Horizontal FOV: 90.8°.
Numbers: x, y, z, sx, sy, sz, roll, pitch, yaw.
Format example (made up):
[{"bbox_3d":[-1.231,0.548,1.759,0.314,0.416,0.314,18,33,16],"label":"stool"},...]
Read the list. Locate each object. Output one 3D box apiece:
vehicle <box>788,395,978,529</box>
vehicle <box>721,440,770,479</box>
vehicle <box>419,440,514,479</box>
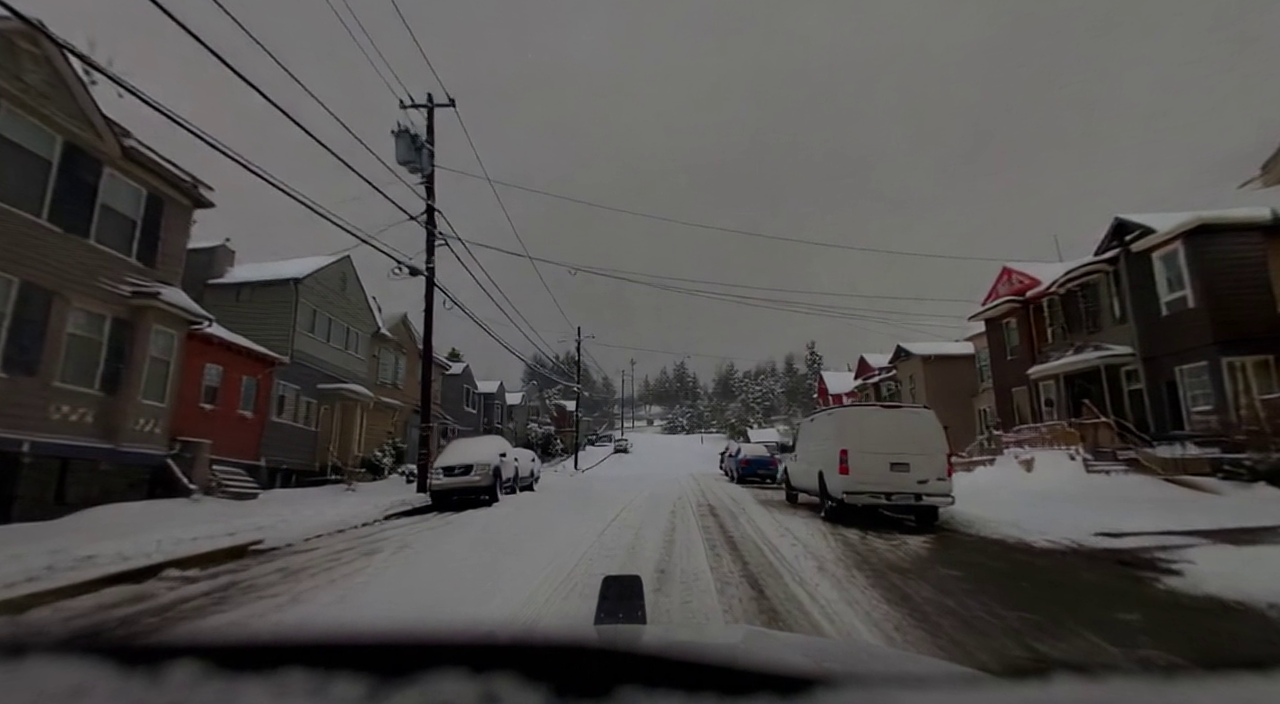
[{"bbox_3d":[4.562,2.159,12.775,2.343,2.229,4.199,0,-9,4],"label":"vehicle"},{"bbox_3d":[5.192,5.344,31.580,1.961,1.777,4.189,0,-9,3],"label":"vehicle"},{"bbox_3d":[-7.725,4.802,28.363,3.684,1.628,1.792,0,-8,3],"label":"vehicle"}]
